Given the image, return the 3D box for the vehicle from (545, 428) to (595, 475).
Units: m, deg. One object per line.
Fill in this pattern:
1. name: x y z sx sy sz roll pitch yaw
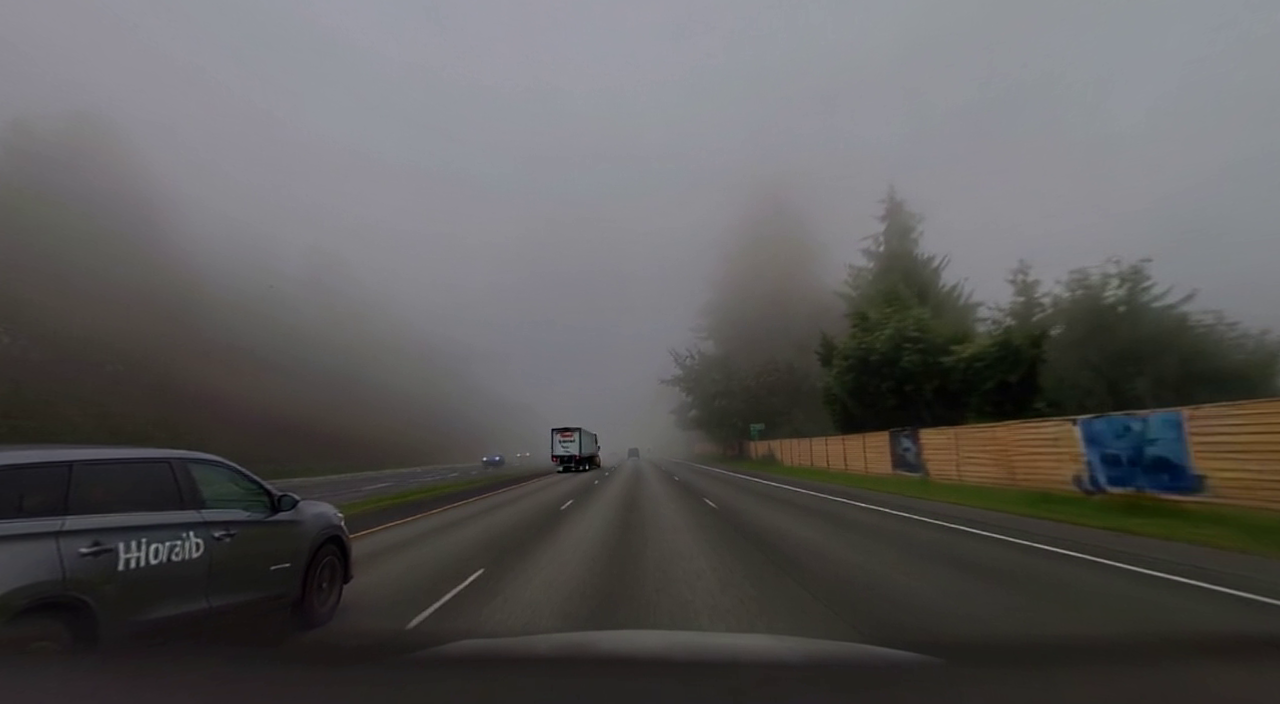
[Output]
1. vehicle: -4.014 5.878 37.172 2.305 2.517 5.486 0 -9 0
